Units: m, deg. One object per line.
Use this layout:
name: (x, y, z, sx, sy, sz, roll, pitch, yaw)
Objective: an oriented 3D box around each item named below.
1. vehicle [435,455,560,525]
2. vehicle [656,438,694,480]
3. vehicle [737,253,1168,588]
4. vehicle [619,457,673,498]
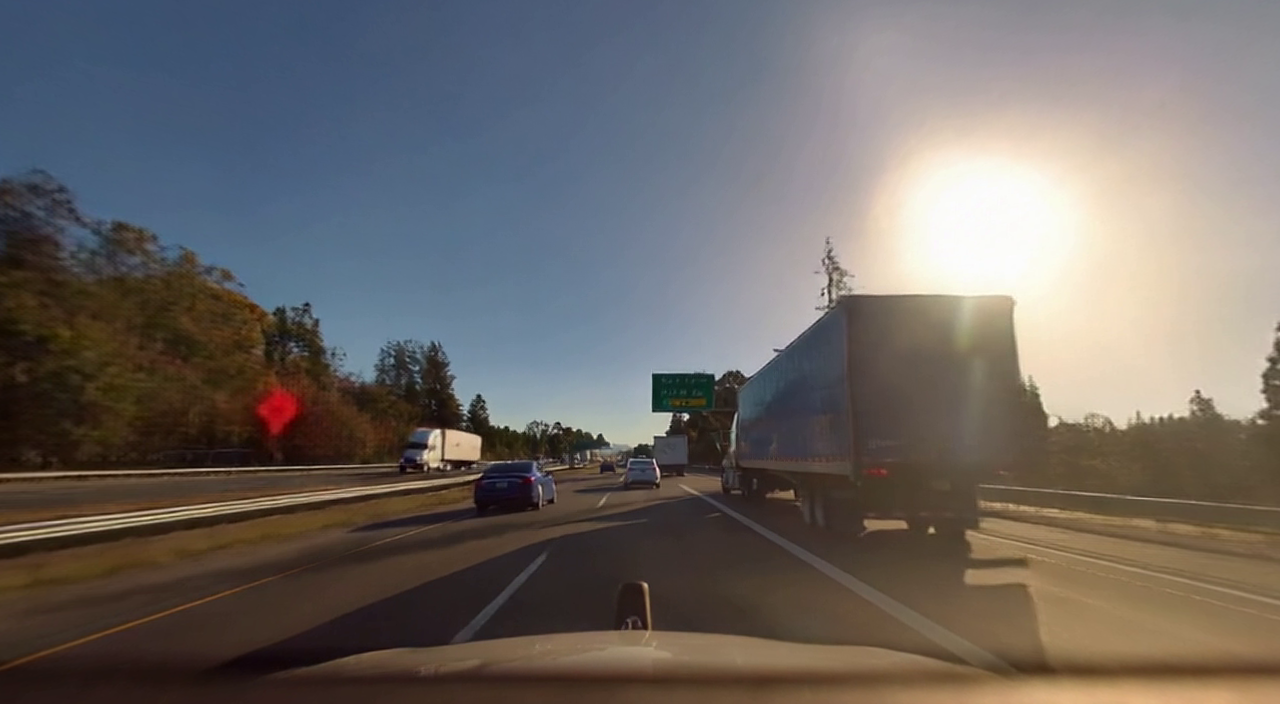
vehicle: (-3.370, 3.353, 15.845, 2.105, 1.467, 4.099, 0, -9, 1)
vehicle: (2.814, 8.318, 48.975, 2.650, 2.978, 6.937, -1, -10, 5)
vehicle: (4.734, 1.836, 14.476, 2.877, 4.035, 13.897, 0, -9, 0)
vehicle: (0.231, 5.264, 26.756, 2.089, 1.516, 4.191, 0, -9, 0)
